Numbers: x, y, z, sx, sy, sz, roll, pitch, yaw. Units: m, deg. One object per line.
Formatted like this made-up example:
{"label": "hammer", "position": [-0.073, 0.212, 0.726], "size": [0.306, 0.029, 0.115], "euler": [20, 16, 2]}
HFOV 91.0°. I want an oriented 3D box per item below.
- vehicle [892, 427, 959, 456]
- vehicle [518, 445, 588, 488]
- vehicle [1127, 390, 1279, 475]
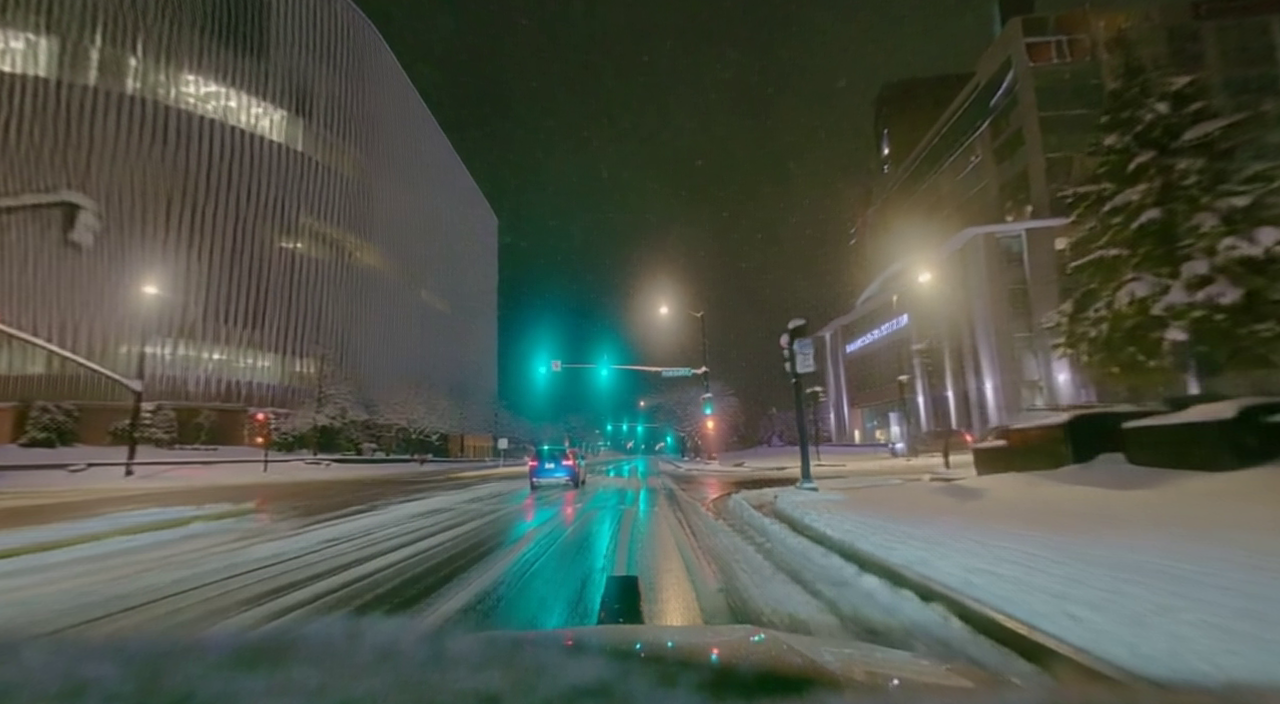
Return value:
{"label": "vehicle", "position": [16.735, 5.298, 37.134], "size": [1.851, 1.594, 4.324], "euler": [0, -9, -1]}
{"label": "vehicle", "position": [-3.248, 4.398, 24.499], "size": [1.971, 1.486, 4.380], "euler": [0, -9, 2]}
{"label": "vehicle", "position": [12.346, 1.581, 12.258], "size": [4.002, 1.489, 2.028], "euler": [0, -9, -1]}
